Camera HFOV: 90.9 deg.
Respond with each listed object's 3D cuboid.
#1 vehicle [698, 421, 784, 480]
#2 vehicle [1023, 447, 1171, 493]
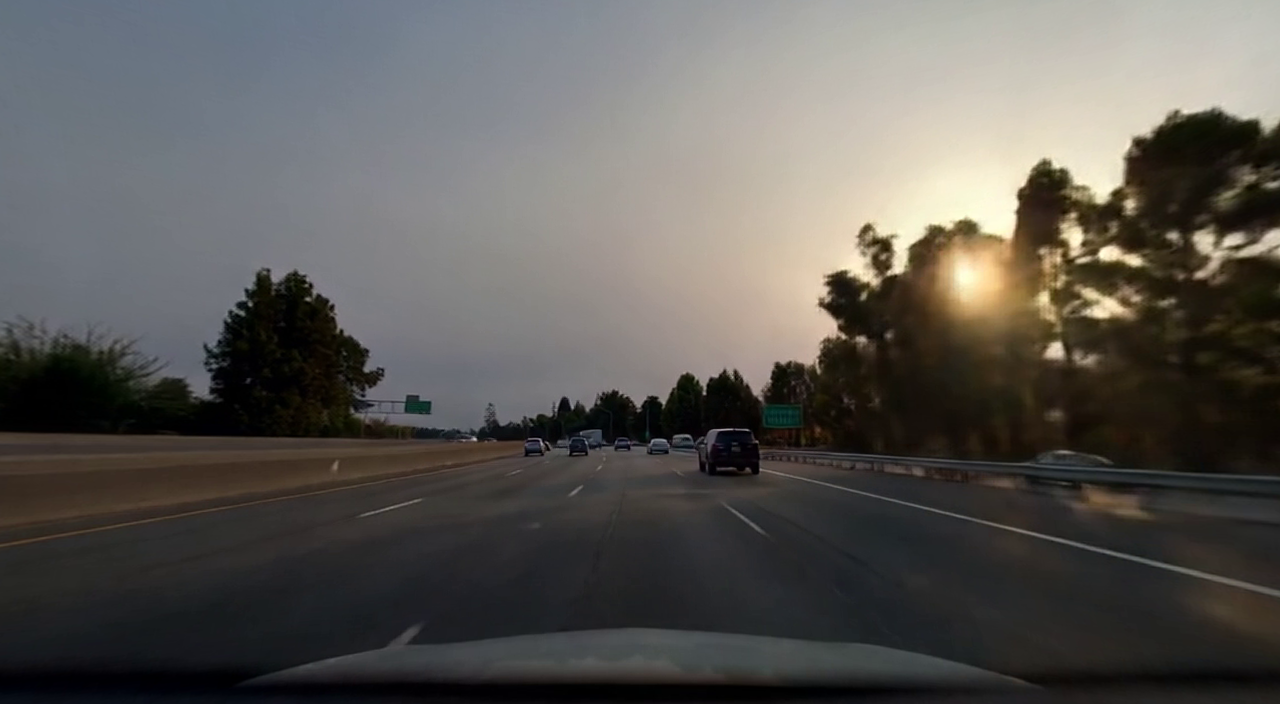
[{"bbox_3d":[3.297,3.342,21.609,2.043,1.795,4.347,0,-8,-2],"label":"vehicle"},{"bbox_3d":[18.011,4.628,25.248,2.033,1.580,4.752,1,-8,-6],"label":"vehicle"}]
